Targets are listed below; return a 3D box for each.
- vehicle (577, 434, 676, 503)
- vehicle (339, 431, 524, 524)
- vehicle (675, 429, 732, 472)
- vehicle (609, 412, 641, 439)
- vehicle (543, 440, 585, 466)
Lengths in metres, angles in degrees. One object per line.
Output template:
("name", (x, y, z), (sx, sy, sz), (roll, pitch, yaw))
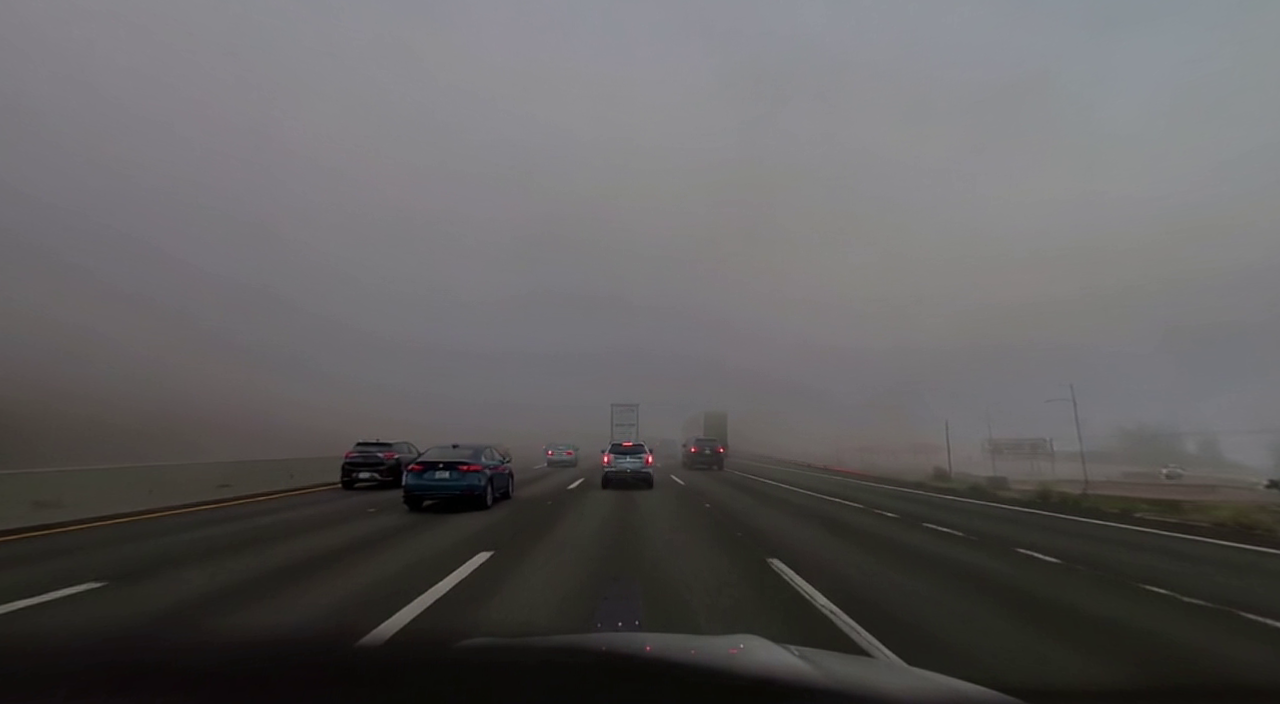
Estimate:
("vehicle", (-0.307, 2.829, 15.724), (2.136, 1.470, 3.971), (0, -8, 0))
("vehicle", (-3.758, 2.343, 12.358), (2.064, 1.475, 4.489), (0, -8, 0))
("vehicle", (2.935, 4.686, 30.037), (2.173, 1.870, 4.499), (0, -8, -1))
("vehicle", (-1.092, 5.409, 46.017), (2.206, 1.803, 4.569), (0, -8, -1))
("vehicle", (-4.467, 5.995, 37.568), (1.998, 1.423, 4.436), (0, -8, 0))
